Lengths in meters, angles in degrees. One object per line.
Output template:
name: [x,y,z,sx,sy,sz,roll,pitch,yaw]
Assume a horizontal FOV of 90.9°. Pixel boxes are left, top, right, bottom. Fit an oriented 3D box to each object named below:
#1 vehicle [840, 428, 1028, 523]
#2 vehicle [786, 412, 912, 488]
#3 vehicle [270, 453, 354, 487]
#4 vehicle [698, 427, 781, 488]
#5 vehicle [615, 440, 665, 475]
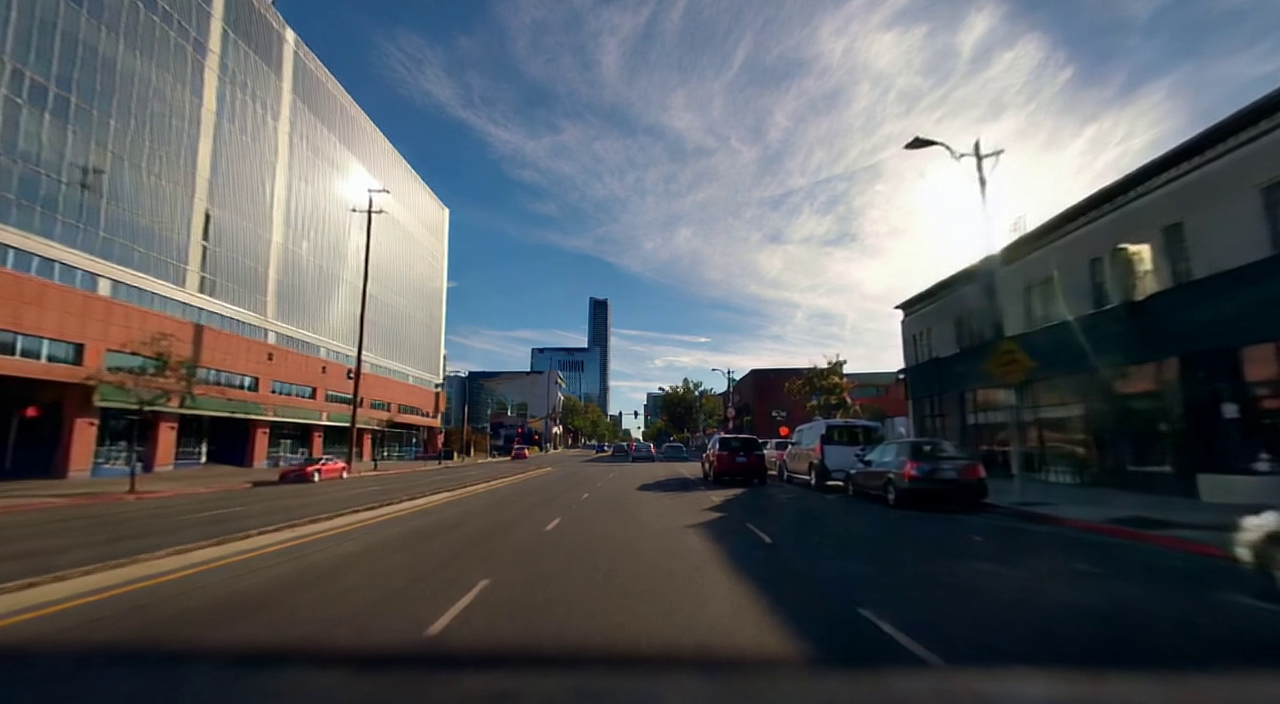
vehicle: [6.781,2.889,15.338,2.176,1.901,4.887,0,-9,0]
vehicle: [6.797,3.286,21.333,2.396,2.218,5.242,0,-9,0]
vehicle: [-17.389,6.260,33.710,1.924,1.558,4.620,-1,-8,1]
vehicle: [3.407,3.738,22.636,2.159,1.938,4.836,0,-9,-1]
vehicle: [0.023,5.064,30.487,2.245,1.587,4.094,0,-9,0]
